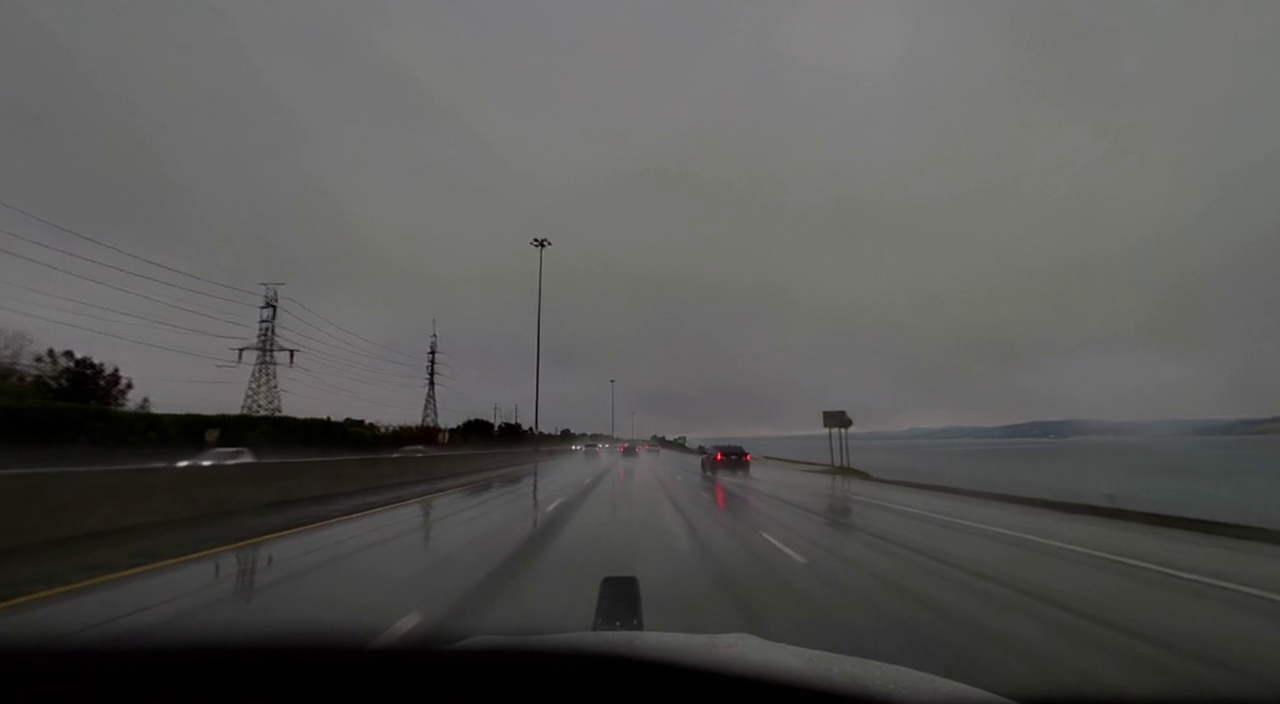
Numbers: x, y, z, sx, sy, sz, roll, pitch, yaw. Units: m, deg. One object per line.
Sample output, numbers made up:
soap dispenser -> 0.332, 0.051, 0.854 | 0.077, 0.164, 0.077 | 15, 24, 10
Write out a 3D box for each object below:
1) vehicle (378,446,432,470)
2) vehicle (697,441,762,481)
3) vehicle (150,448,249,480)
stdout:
vehicle -> -15.486, 6.994, 41.840 | 1.817, 1.467, 4.498 | 0, -8, 0
vehicle -> 3.497, 4.354, 25.560 | 1.890, 1.490, 4.373 | 0, -8, -1
vehicle -> -23.012, 5.845, 33.259 | 1.909, 1.506, 4.546 | 0, -8, 0
